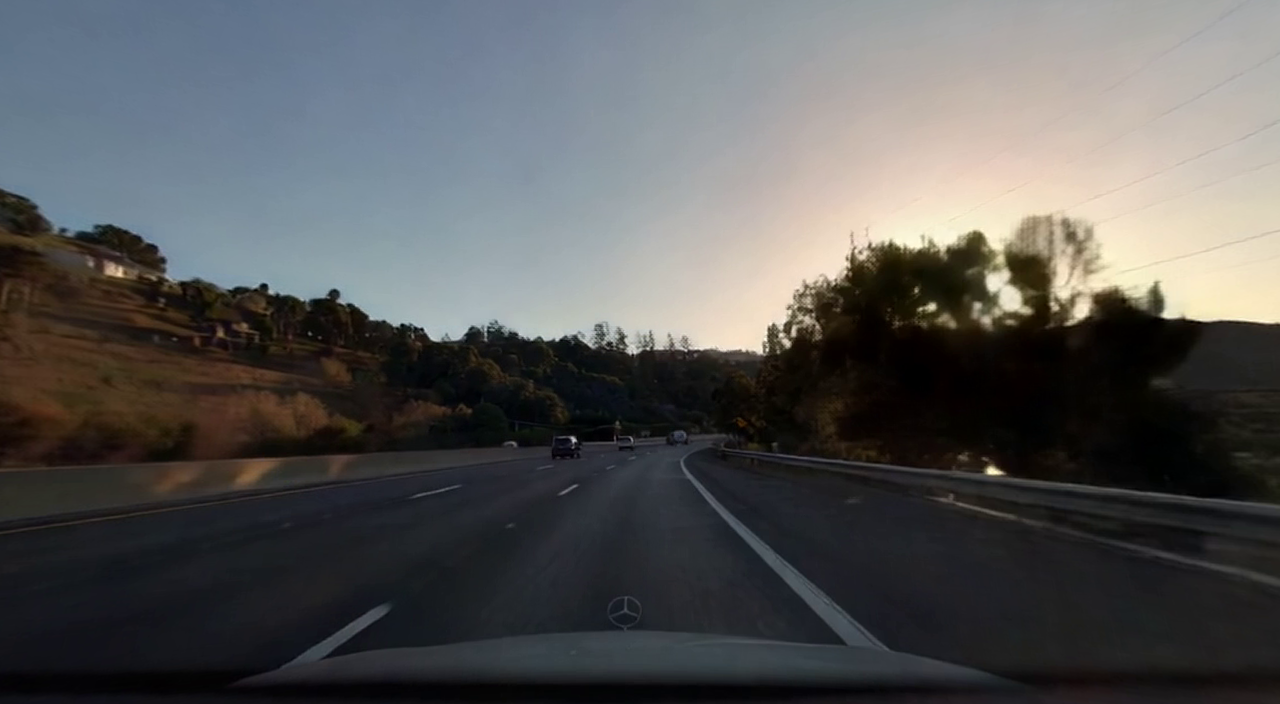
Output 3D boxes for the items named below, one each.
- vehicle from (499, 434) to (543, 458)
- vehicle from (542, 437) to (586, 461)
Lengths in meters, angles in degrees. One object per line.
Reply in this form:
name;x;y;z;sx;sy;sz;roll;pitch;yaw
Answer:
vehicle;-8.826;7.021;46.912;2.063;1.743;4.392;-1;-8;6
vehicle;-5.129;6.623;42.917;2.010;1.489;4.456;-1;-8;5
